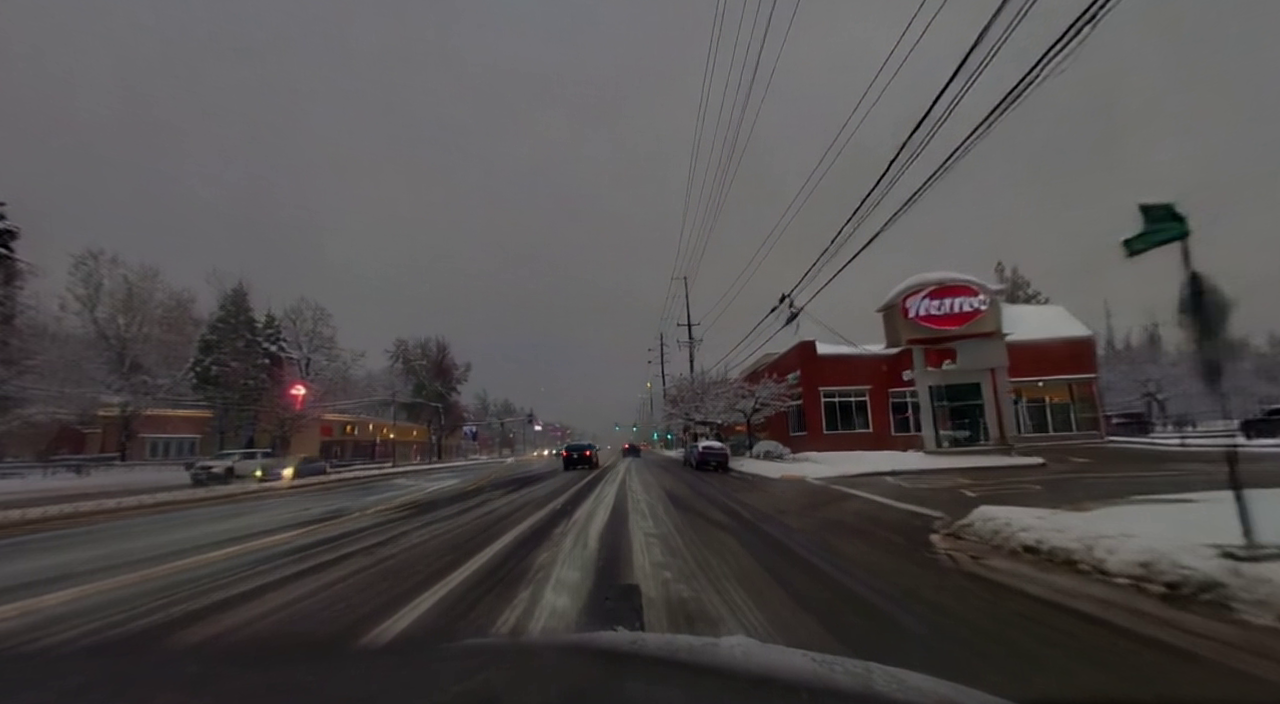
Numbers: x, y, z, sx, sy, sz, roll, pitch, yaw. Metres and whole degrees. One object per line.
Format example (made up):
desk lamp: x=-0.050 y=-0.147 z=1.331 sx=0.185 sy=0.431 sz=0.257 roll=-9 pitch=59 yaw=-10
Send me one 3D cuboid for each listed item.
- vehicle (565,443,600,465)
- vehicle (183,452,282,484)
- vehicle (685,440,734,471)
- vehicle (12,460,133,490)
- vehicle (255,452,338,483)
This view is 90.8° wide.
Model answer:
vehicle: x=-4.249 y=7.612 z=47.197 sx=2.179 sy=1.490 sz=4.742 roll=0 pitch=-9 yaw=0
vehicle: x=-25.832 y=7.321 z=40.204 sx=2.239 sy=1.802 sz=4.652 roll=-5 pitch=-10 yaw=28
vehicle: x=3.567 y=5.434 z=33.295 sx=1.922 sy=1.507 sz=4.824 roll=0 pitch=-9 yaw=-1
vehicle: x=-31.133 y=6.733 z=34.746 sx=4.720 sy=1.556 sz=2.070 roll=-1 pitch=-9 yaw=3
vehicle: x=-18.418 y=6.188 z=34.159 sx=1.990 sy=1.500 sz=4.467 roll=0 pitch=-9 yaw=0
